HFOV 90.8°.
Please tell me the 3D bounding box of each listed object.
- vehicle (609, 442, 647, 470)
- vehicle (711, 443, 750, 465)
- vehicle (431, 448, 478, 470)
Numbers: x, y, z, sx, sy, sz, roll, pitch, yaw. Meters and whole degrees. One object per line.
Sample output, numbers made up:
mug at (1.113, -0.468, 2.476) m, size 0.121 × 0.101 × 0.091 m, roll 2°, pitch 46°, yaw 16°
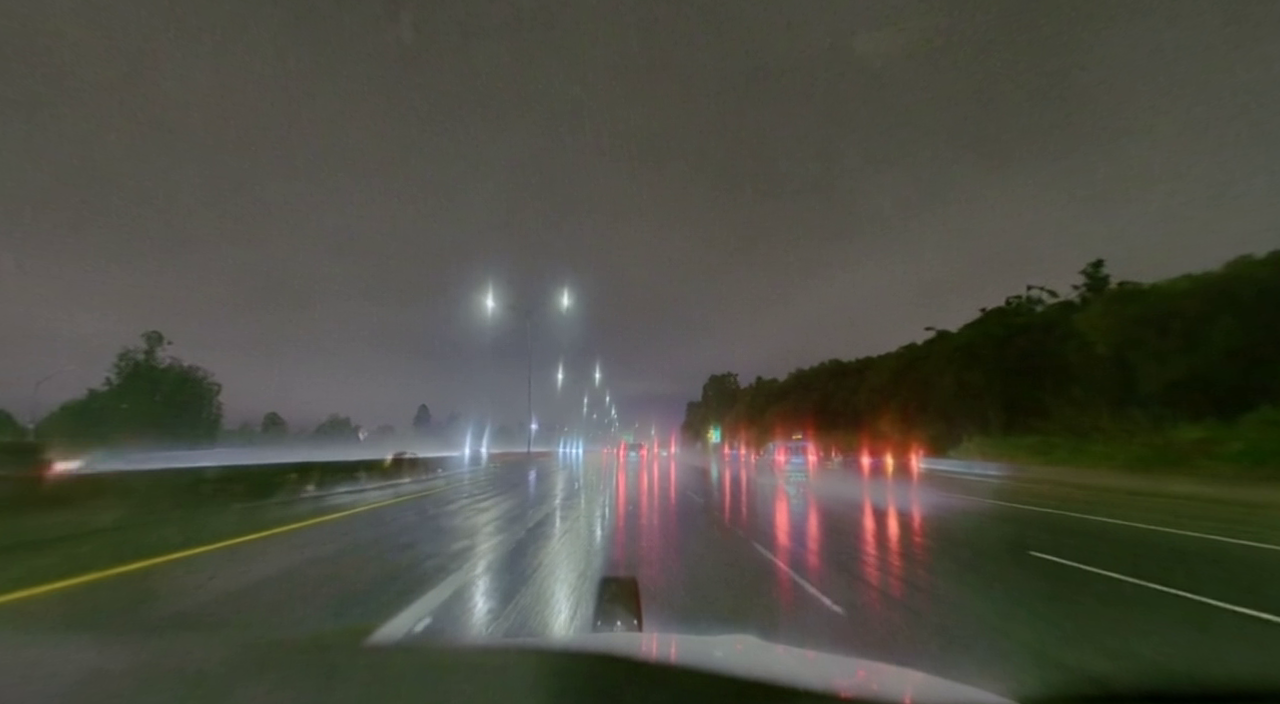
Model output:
vehicle at (-0.696, 5.845, 35.685) m, size 1.985 × 1.457 × 4.227 m, roll 0°, pitch -8°, yaw -2°
vehicle at (6.406, 7.270, 45.228) m, size 1.935 × 1.478 × 4.433 m, roll 0°, pitch -8°, yaw -2°
vehicle at (-13.692, 7.887, 46.861) m, size 2.147 × 1.491 × 4.725 m, roll 0°, pitch -8°, yaw -1°
